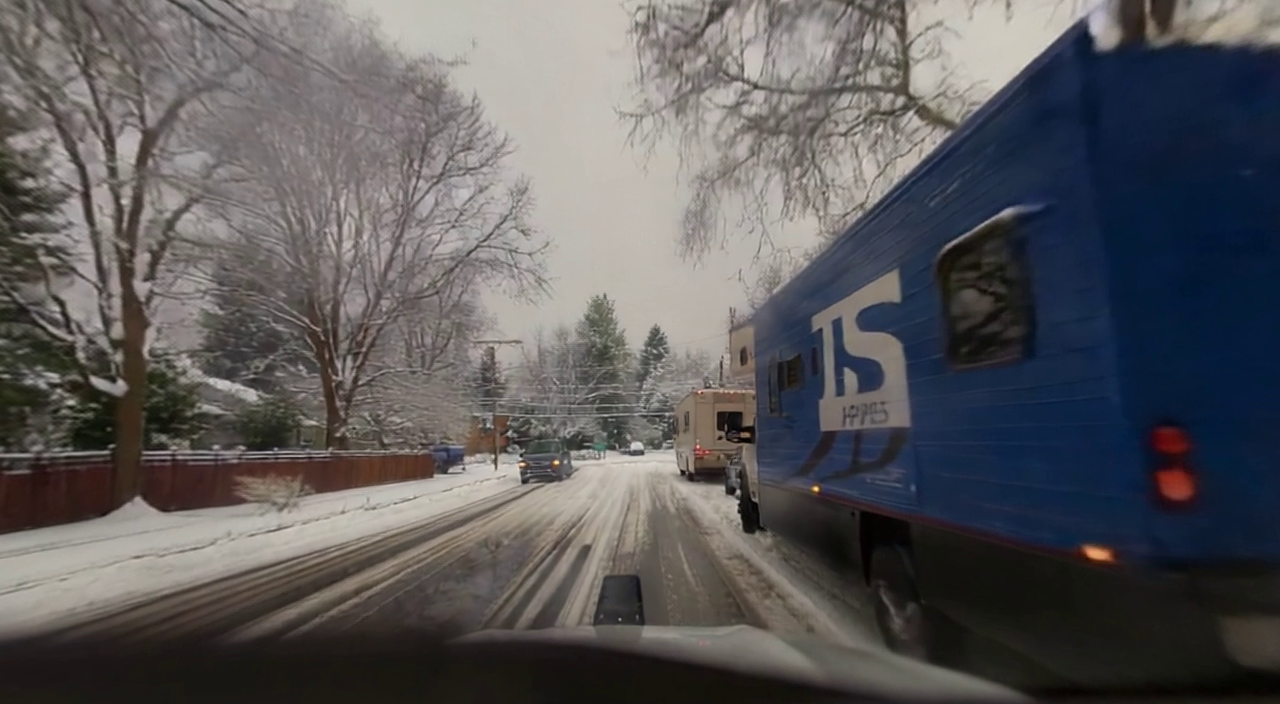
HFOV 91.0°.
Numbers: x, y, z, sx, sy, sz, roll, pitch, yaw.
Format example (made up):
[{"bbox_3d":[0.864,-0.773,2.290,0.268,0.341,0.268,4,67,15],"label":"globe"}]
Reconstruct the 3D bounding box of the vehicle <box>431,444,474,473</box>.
[{"bbox_3d":[-12.776,7.252,43.097,2.111,1.856,4.803,0,-9,-8],"label":"vehicle"}]

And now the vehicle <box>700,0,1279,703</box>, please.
[{"bbox_3d":[2.946,0.843,7.699,3.052,3.440,11.052,0,-8,-1],"label":"vehicle"}]

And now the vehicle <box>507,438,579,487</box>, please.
[{"bbox_3d":[-3.725,4.339,25.083,2.194,1.763,4.288,0,-9,0],"label":"vehicle"}]
